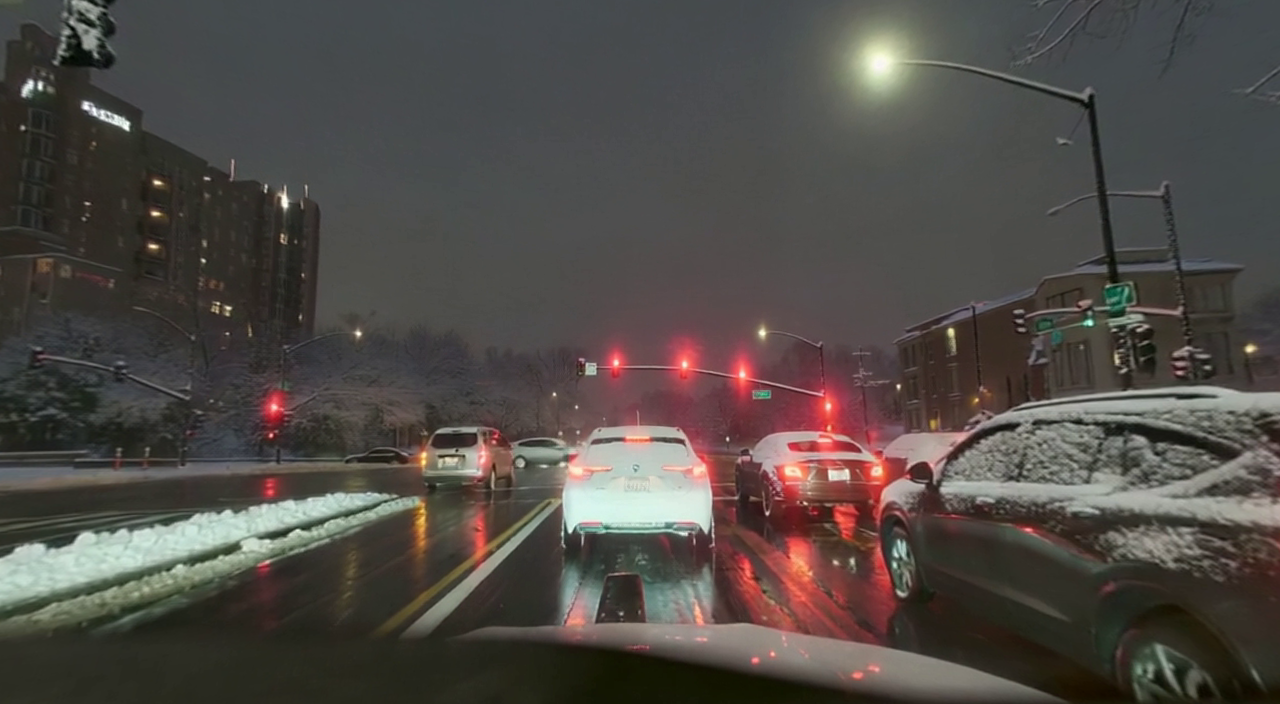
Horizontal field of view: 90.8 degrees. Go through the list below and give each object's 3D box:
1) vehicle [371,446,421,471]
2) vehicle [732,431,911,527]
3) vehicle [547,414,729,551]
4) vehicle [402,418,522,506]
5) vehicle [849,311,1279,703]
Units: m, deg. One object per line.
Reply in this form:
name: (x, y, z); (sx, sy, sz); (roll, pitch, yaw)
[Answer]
vehicle: (-18.766, 8.193, 48.803); (2.026, 1.836, 4.726); (0, -8, 0)
vehicle: (3.158, 2.311, 12.100); (2.001, 1.463, 4.398); (0, -8, -2)
vehicle: (-0.073, 1.879, 9.718); (2.188, 1.637, 4.027); (0, -8, -1)
vehicle: (-4.176, 2.654, 15.613); (2.021, 1.837, 4.448); (1, -9, -5)
vehicle: (3.016, 0.971, 3.578); (2.103, 1.701, 4.294); (0, -8, -1)
